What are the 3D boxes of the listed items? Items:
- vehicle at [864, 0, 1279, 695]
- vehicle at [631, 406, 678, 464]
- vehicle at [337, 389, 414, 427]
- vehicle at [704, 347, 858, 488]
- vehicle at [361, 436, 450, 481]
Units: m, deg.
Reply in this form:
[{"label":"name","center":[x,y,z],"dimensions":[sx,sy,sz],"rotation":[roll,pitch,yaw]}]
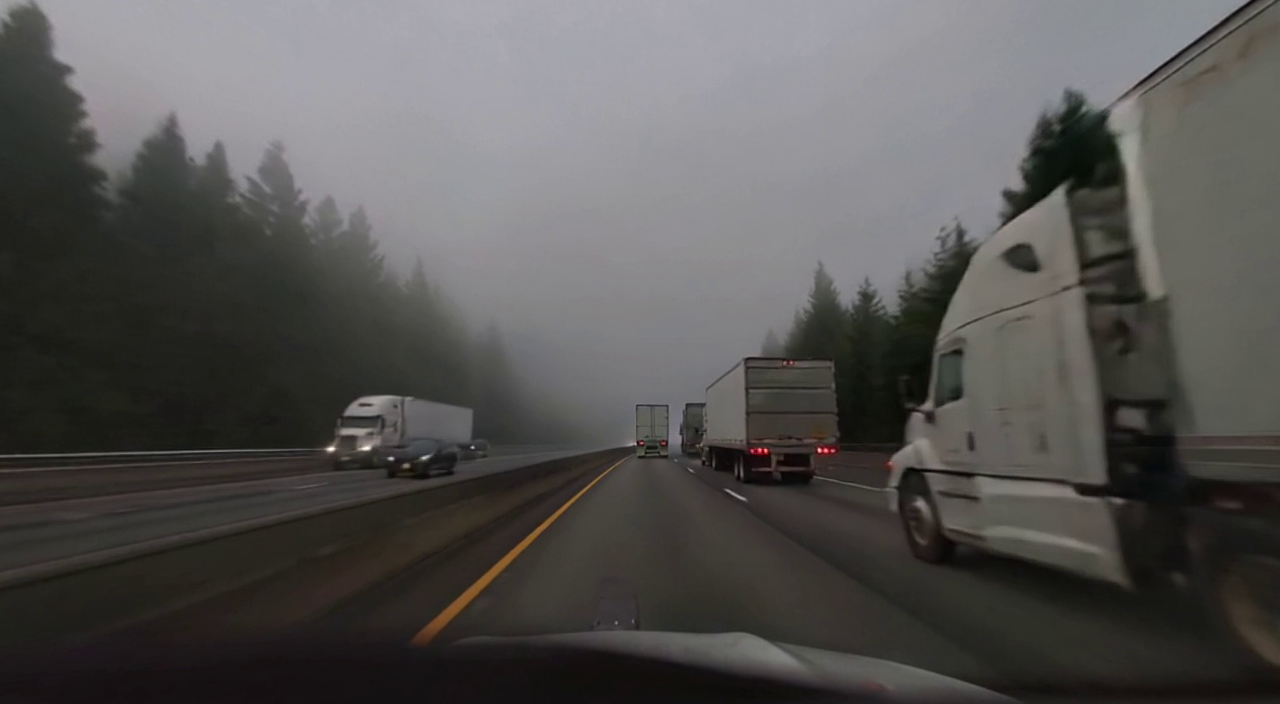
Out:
[{"label":"vehicle","center":[4.857,-0.104,3.960],"dimensions":[2.948,3.968,10.119],"rotation":[0,-8,-1]},{"label":"vehicle","center":[0.831,5.232,39.400],"dimensions":[2.644,3.247,7.454],"rotation":[0,-8,0]},{"label":"vehicle","center":[-13.062,2.854,31.370],"dimensions":[1.938,1.642,4.195],"rotation":[0,-8,1]},{"label":"vehicle","center":[4.826,2.885,25.527],"dimensions":[2.851,4.077,14.289],"rotation":[0,-8,0]},{"label":"vehicle","center":[-8.334,3.802,22.729],"dimensions":[1.857,1.465,3.651],"rotation":[0,-8,-1]}]
